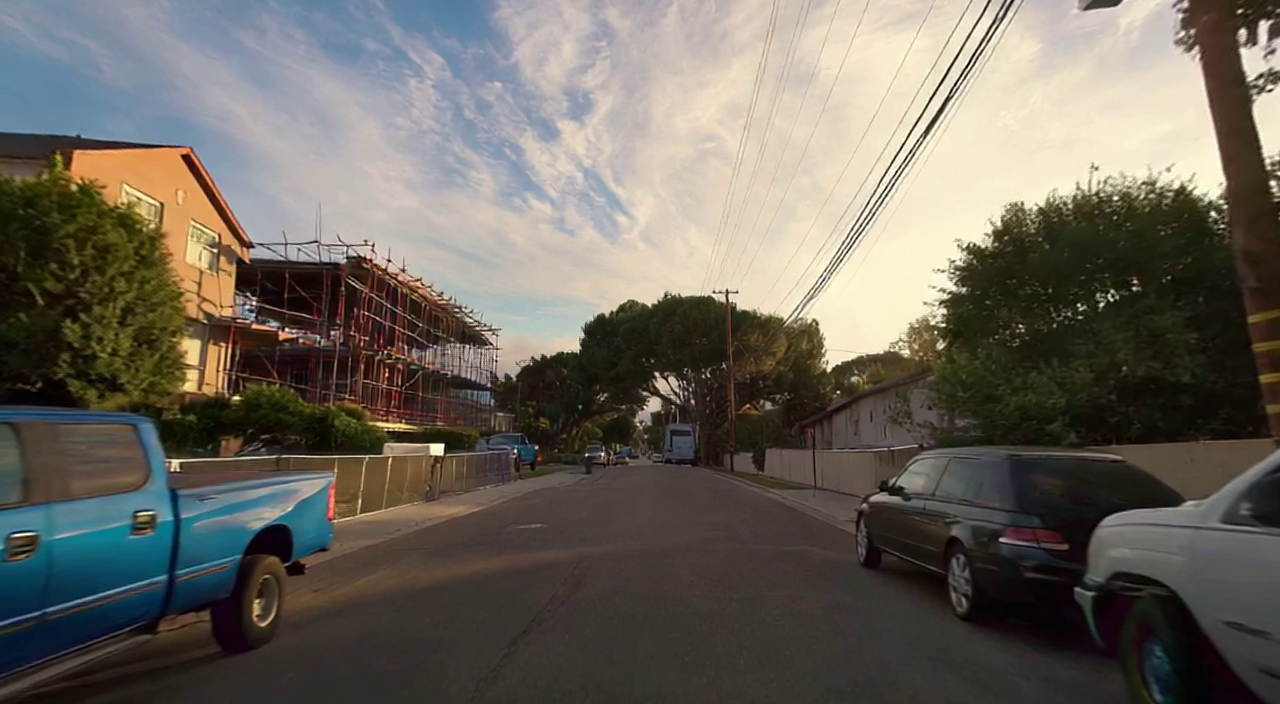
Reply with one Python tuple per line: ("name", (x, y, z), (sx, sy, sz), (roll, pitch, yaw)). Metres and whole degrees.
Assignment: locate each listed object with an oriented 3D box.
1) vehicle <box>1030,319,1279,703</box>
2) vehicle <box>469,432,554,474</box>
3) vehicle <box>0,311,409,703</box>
("vehicle", (3.323, 0.660, 1.200), (2.195, 1.832, 4.643), (0, -9, 1))
("vehicle", (-6.306, 5.057, 31.803), (2.238, 1.895, 5.648), (-2, -9, 10))
("vehicle", (-2.982, 0.885, 2.876), (2.012, 1.876, 4.664), (1, -5, 1))
